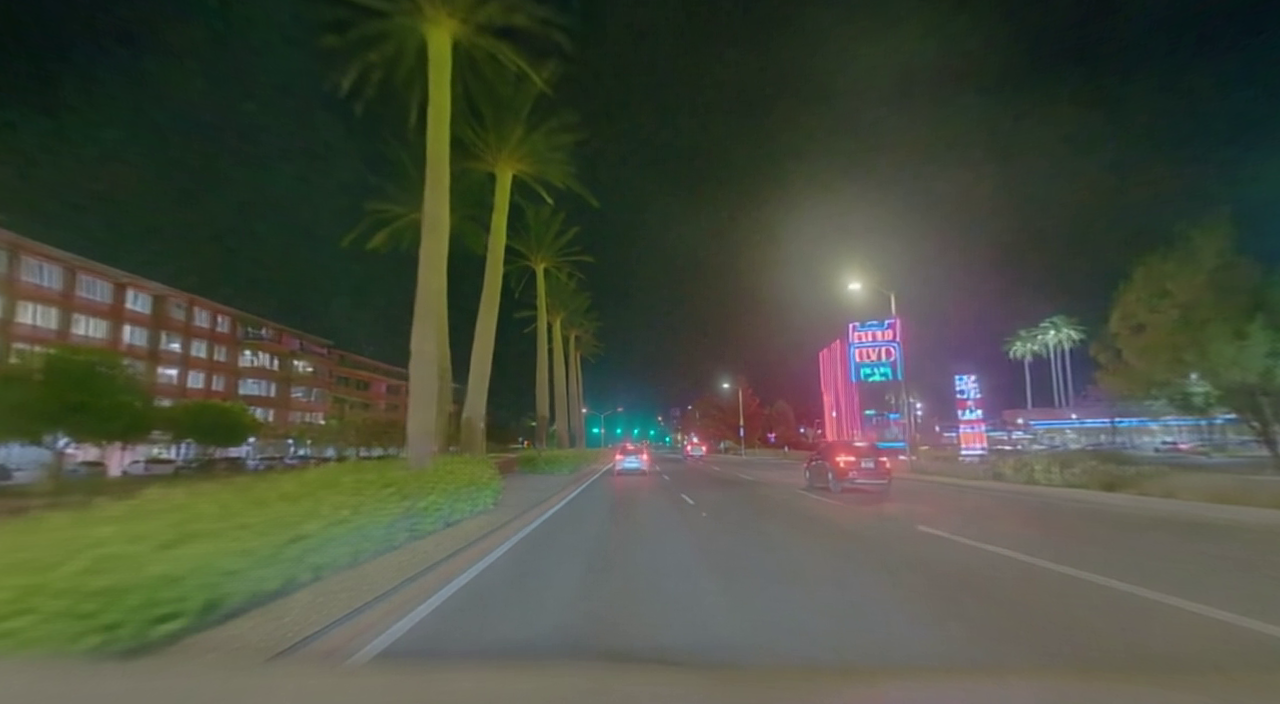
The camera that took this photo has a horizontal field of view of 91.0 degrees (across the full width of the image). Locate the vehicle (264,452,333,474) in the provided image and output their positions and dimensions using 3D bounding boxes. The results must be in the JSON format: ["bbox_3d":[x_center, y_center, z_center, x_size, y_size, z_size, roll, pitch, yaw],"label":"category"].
[{"bbox_3d":[-24.463,7.928,45.111,3.898,1.459,1.680,1,-8,-2],"label":"vehicle"}]

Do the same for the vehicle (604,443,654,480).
[{"bbox_3d":[-0.441,4.560,26.500,1.970,1.402,3.756,0,-8,0],"label":"vehicle"}]

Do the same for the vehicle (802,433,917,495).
[{"bbox_3d":[6.408,3.304,18.926,1.949,1.647,3.894,0,-8,-2],"label":"vehicle"}]
